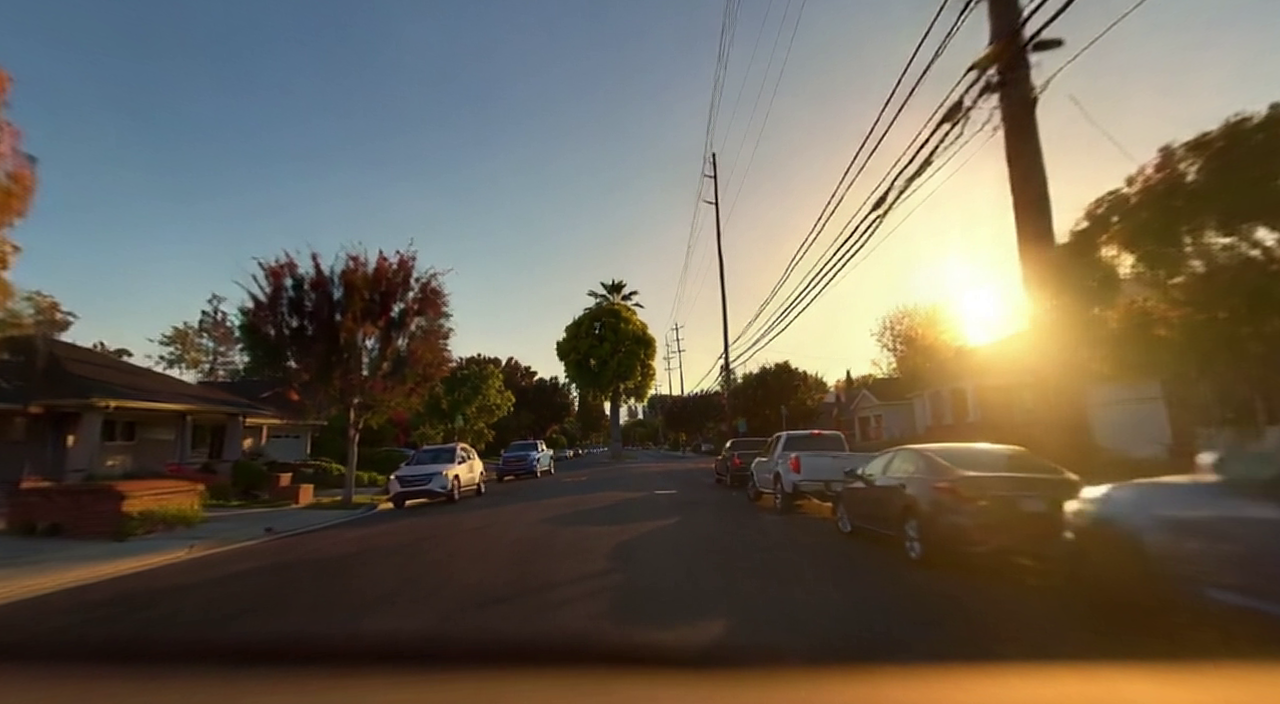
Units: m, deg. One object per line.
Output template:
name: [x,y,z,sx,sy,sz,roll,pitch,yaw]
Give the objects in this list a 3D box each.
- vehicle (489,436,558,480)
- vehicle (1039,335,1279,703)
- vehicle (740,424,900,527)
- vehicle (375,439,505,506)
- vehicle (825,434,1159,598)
vehicle: [-5.818,5.392,32.499,2.455,2.045,6.171,0,-8,-1]
vehicle: [3.554,0.711,1.738,2.012,1.777,4.505,0,-9,1]
vehicle: [3.473,2.471,13.244,1.979,1.762,4.621,0,-9,0]
vehicle: [-5.831,3.557,19.220,2.226,1.768,4.780,0,-8,2]
vehicle: [3.839,1.814,7.842,1.854,1.493,3.880,0,-9,-1]
